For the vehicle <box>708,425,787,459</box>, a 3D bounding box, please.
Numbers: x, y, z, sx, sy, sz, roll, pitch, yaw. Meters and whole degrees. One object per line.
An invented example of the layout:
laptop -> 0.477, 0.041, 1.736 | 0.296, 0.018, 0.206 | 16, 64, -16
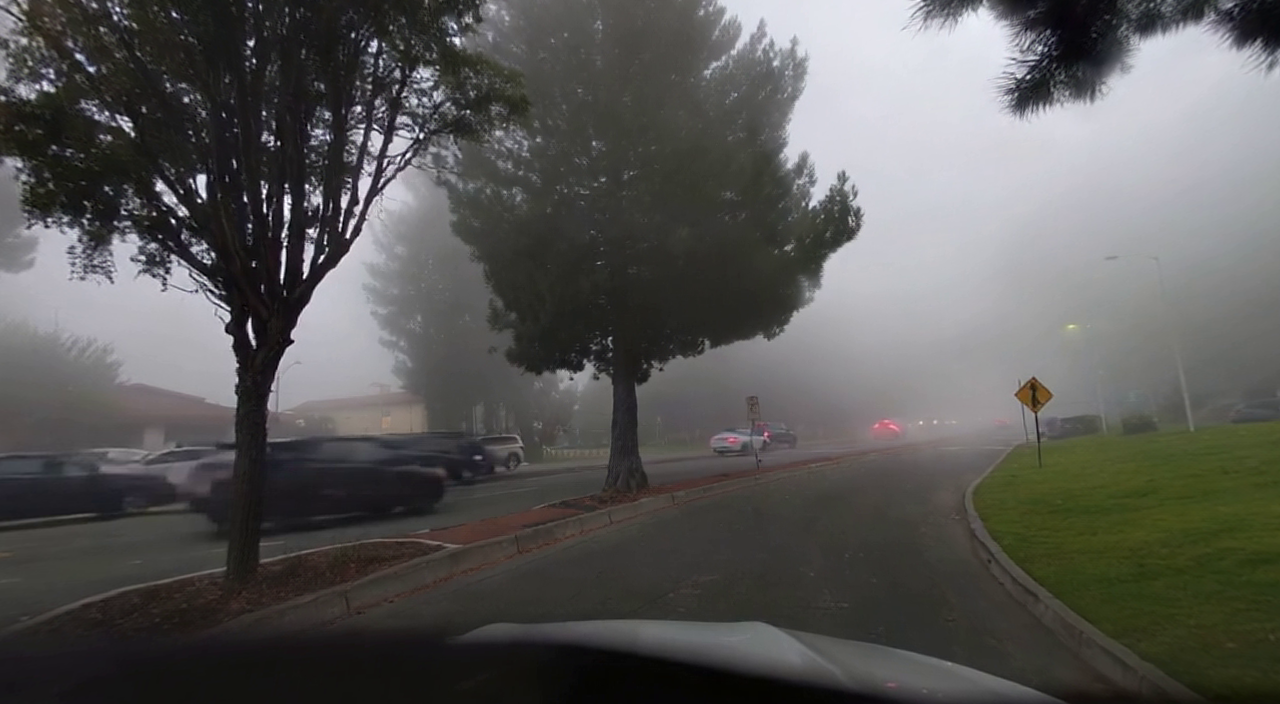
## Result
vehicle -> 5.752, 4.724, 33.257 | 2.040, 1.625, 5.119 | -5, -10, 36

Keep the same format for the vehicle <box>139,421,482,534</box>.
vehicle -> -5.700, 2.192, 11.562 | 2.201, 1.574, 5.060 | -11, -13, 42

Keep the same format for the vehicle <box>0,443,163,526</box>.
vehicle -> -14.526, 3.125, 14.686 | 2.313, 1.688, 5.015 | -12, -12, 39
